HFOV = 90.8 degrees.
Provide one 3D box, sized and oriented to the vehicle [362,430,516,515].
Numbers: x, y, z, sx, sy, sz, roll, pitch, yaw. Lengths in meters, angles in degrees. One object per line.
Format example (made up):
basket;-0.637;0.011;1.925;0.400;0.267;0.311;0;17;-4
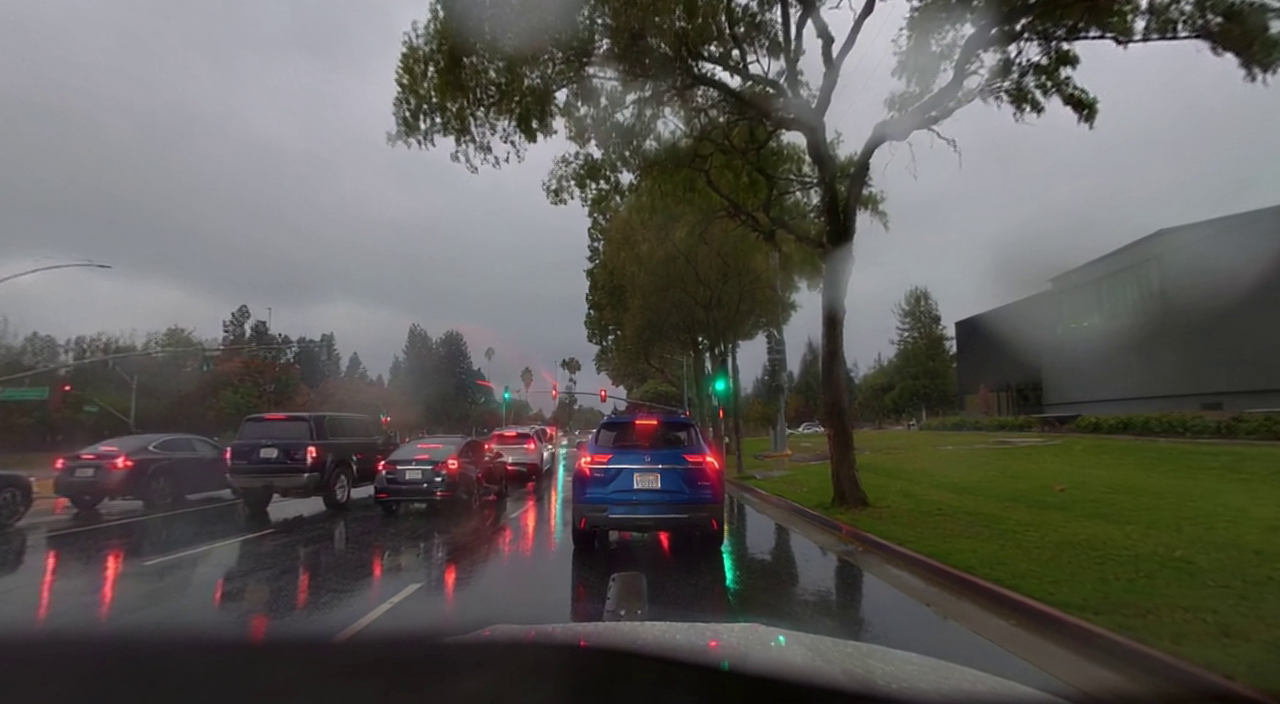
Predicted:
vehicle;-4.080;2.514;13.675;1.942;1.523;4.212;0;-9;0

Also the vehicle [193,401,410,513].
vehicle;-7.386;2.380;14.652;2.195;2.093;5.185;0;-9;-1

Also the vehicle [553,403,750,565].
vehicle;0.099;1.709;8.838;2.055;1.681;4.270;0;-9;-1

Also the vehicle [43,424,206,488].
vehicle;-17.677;3.598;22.030;2.136;1.976;4.342;0;-9;-3
